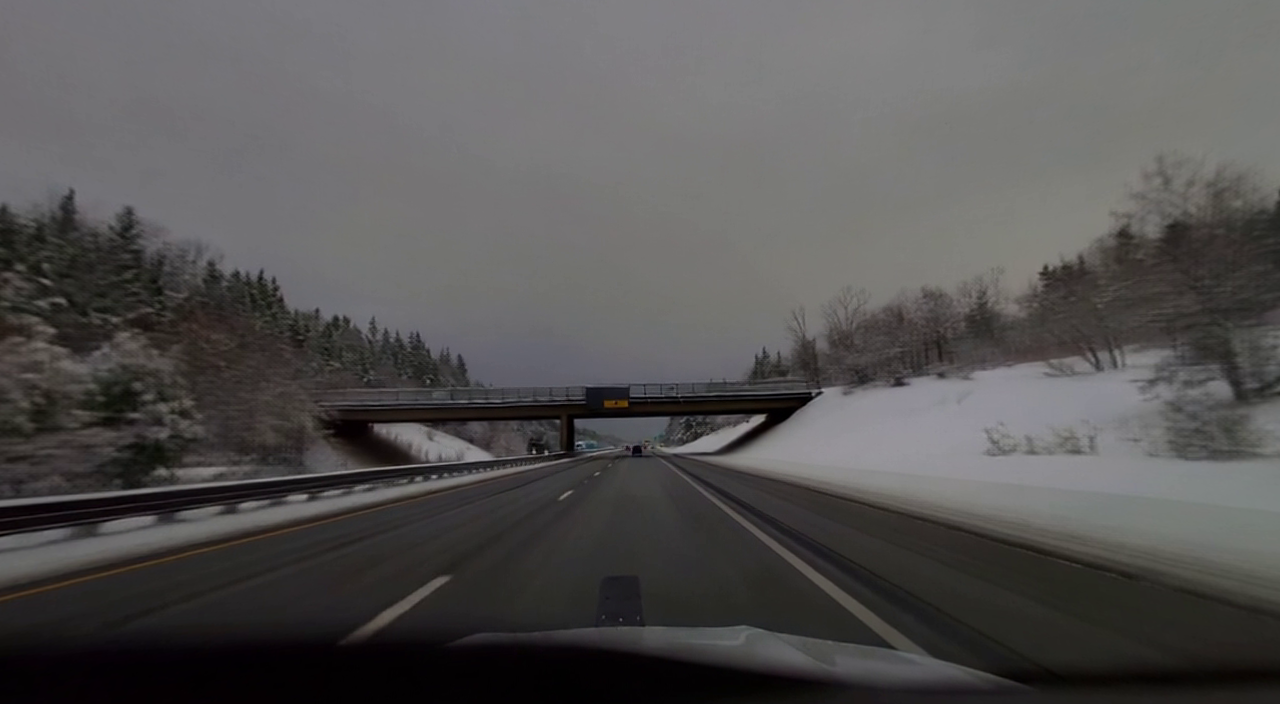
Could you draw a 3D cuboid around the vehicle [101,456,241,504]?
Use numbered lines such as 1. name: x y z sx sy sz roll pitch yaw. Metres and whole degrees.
1. vehicle: -16.793 4.571 22.899 1.833 1.476 4.198 0 -9 0
